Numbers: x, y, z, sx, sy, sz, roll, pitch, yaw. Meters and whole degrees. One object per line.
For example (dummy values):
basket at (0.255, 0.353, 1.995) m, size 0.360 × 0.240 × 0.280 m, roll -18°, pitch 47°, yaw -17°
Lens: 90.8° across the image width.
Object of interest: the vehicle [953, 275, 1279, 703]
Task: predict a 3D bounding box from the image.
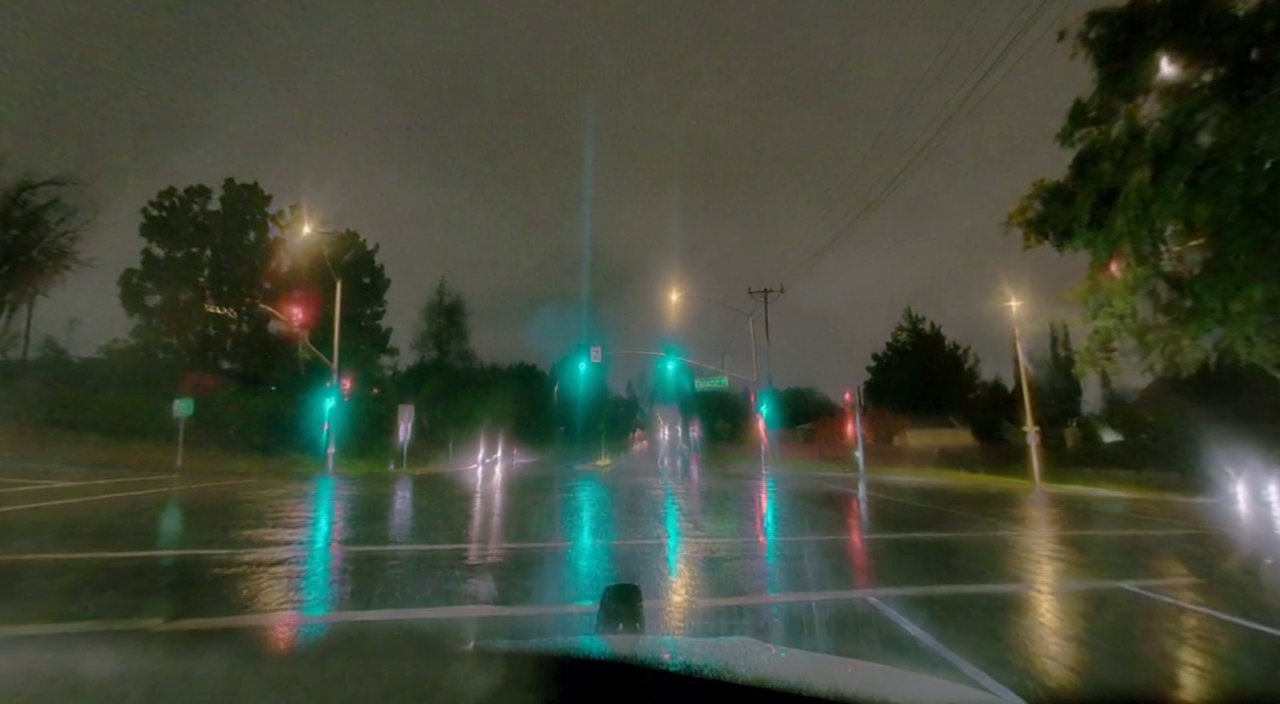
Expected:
vehicle at (3.242, 0.625, 1.728) m, size 2.256 × 1.856 × 4.840 m, roll 0°, pitch -8°, yaw 0°

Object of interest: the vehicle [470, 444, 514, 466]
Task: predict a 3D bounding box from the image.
vehicle at (-10.429, 7.254, 44.726) m, size 1.983 × 1.482 × 4.190 m, roll -1°, pitch -8°, yaw 2°
